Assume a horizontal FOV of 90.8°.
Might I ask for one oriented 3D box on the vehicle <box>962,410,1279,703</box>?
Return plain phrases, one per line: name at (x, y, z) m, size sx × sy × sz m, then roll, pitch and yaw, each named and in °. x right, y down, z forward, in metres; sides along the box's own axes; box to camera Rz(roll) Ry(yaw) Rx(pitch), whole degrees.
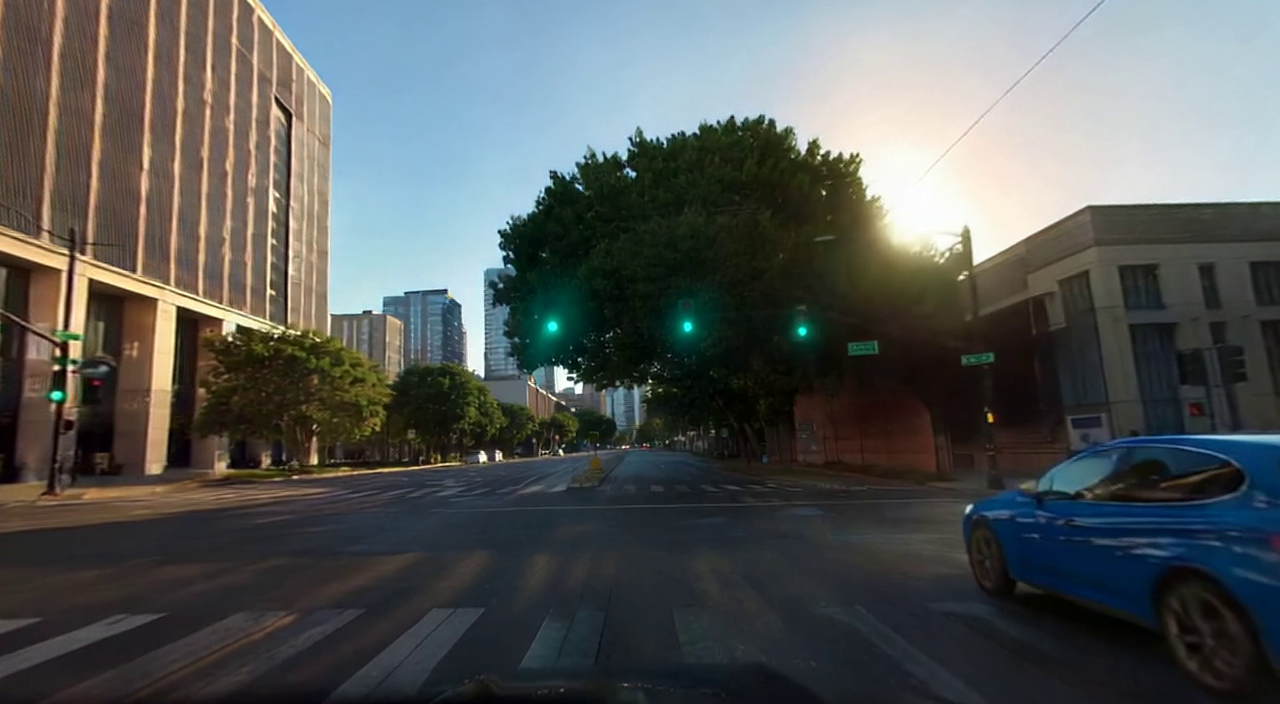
vehicle at (3.049, 0.861, 1.618) m, size 2.015 × 1.455 × 4.615 m, roll 0°, pitch -9°, yaw 0°
